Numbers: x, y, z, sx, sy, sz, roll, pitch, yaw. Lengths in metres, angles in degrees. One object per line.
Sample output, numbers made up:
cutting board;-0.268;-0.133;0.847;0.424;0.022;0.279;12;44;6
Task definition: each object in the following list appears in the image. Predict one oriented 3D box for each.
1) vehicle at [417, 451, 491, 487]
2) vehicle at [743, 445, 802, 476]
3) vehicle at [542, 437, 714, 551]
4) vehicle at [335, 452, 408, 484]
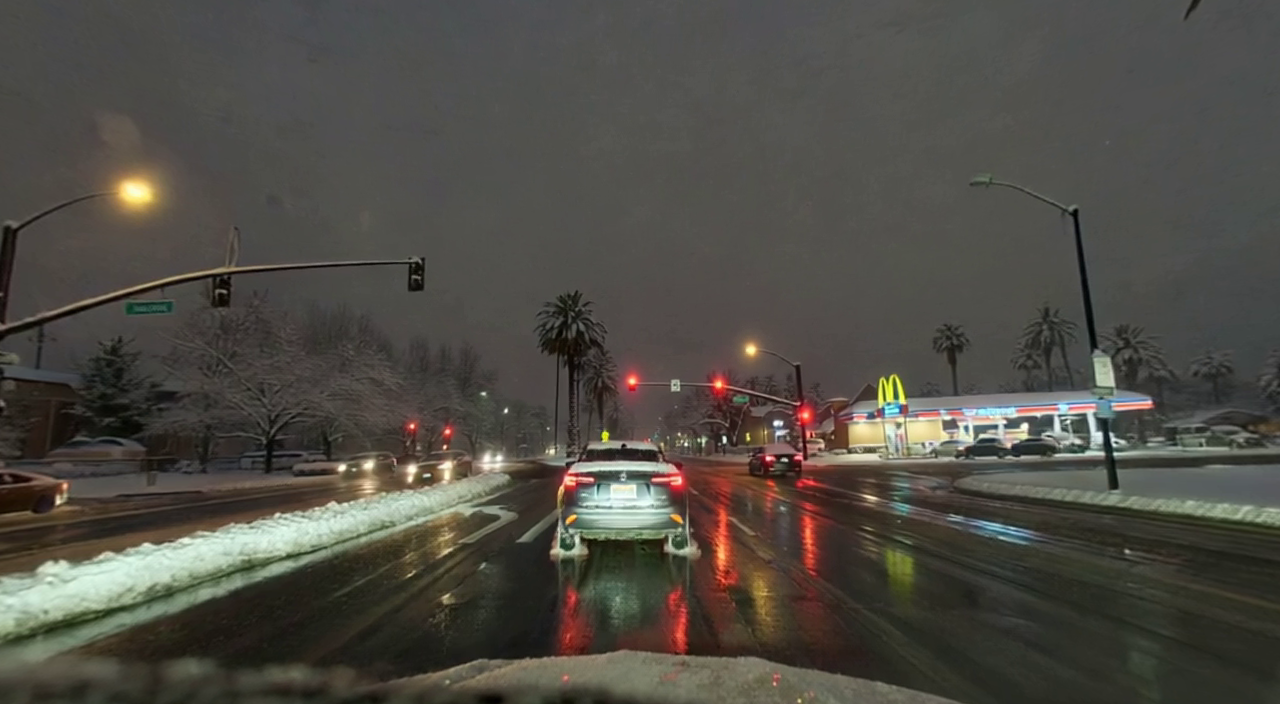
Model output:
vehicle;-8.283;5.218;28.574;1.904;1.450;4.689;0;-8;0
vehicle;6.802;5.608;32.941;2.017;1.491;4.420;0;-8;-1
vehicle;-0.234;2.223;10.691;2.270;1.475;4.571;0;-8;-2
vehicle;-15.258;6.595;36.221;2.120;1.629;4.686;0;-8;0
